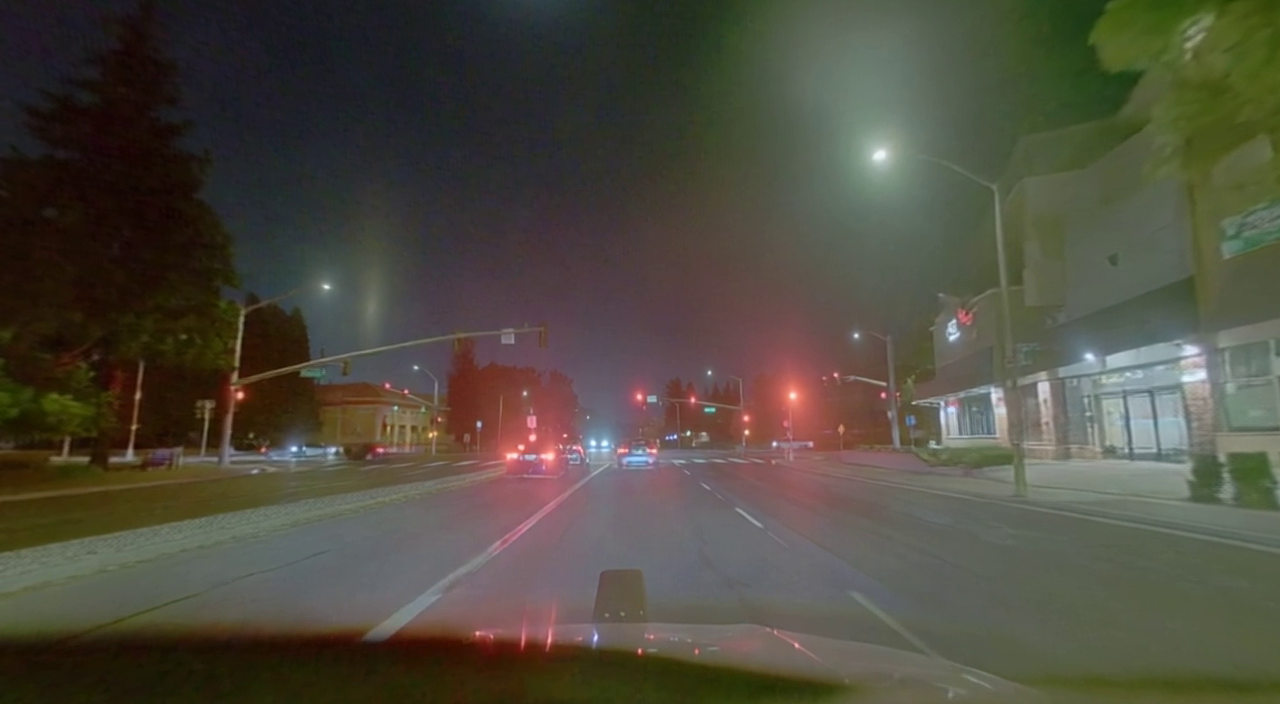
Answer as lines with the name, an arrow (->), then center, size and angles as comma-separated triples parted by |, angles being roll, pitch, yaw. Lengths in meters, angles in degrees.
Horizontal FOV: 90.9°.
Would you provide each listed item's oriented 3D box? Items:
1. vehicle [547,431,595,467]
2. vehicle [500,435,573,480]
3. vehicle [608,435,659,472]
vehicle -> -3.614, 5.207, 33.907 | 2.029, 1.752, 4.420 | 0, -8, 0
vehicle -> -3.722, 3.877, 23.430 | 1.942, 1.497, 4.561 | 0, -8, 0
vehicle -> -0.286, 4.424, 27.623 | 2.066, 1.482, 3.923 | 0, -8, 0
